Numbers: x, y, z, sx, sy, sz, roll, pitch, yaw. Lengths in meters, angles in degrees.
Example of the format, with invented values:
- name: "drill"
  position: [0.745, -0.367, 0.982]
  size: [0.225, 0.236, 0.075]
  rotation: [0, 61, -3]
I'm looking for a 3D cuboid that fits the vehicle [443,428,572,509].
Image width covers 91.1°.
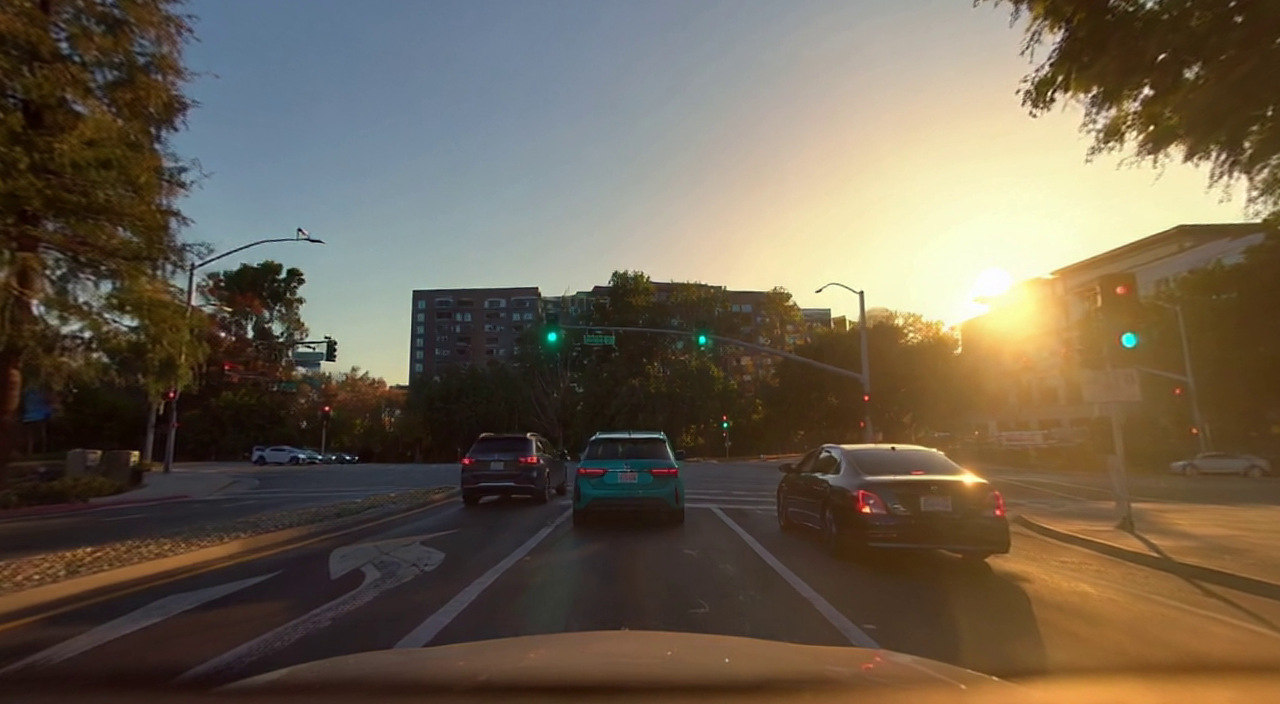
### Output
- name: "vehicle"
  position: [-2.944, 2.689, 14.922]
  size: [1.987, 1.633, 4.005]
  rotation: [0, -8, 3]

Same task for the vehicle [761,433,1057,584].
- name: "vehicle"
  position: [3.081, 1.877, 8.483]
  size: [2.056, 1.468, 4.520]
  rotation: [0, -8, 1]

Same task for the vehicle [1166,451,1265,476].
- name: "vehicle"
  position: [40.424, 7.826, 44.205]
  size: [4.705, 1.631, 2.053]
  rotation: [-1, -8, 5]

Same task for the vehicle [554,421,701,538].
- name: "vehicle"
  position: [-0.171, 2.151, 11.206]
  size: [2.108, 1.654, 4.235]
  rotation: [0, -8, 0]
